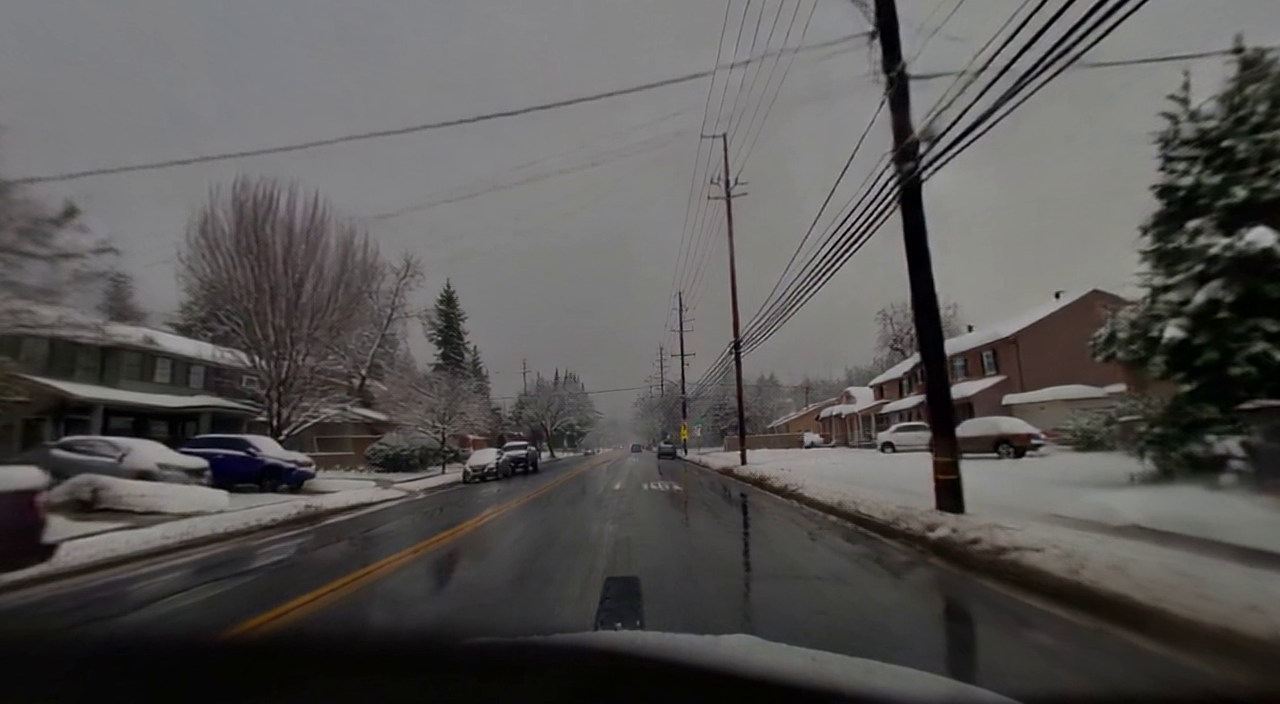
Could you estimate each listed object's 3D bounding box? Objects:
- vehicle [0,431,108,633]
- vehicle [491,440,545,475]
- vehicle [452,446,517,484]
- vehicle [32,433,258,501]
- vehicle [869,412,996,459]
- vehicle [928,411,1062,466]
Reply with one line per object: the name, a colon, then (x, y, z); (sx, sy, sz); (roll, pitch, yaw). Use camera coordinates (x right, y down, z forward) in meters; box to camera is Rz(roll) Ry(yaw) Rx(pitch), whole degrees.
vehicle: (-6.722, 1.384, 4.020); (2.162, 1.757, 5.201); (-2, -9, 0)
vehicle: (-7.090, 6.197, 37.207); (2.135, 1.787, 4.452); (-4, -9, 1)
vehicle: (-7.107, 5.196, 29.287); (2.041, 1.587, 3.920); (-2, -9, 0)
vehicle: (-14.295, 3.331, 18.566); (4.543, 1.824, 2.379); (0, -9, -3)
vehicle: (13.748, 3.963, 29.817); (4.836, 1.789, 2.229); (-11, -11, 39)
vehicle: (13.535, 3.326, 24.208); (4.145, 1.767, 1.880); (-9, -10, 30)
